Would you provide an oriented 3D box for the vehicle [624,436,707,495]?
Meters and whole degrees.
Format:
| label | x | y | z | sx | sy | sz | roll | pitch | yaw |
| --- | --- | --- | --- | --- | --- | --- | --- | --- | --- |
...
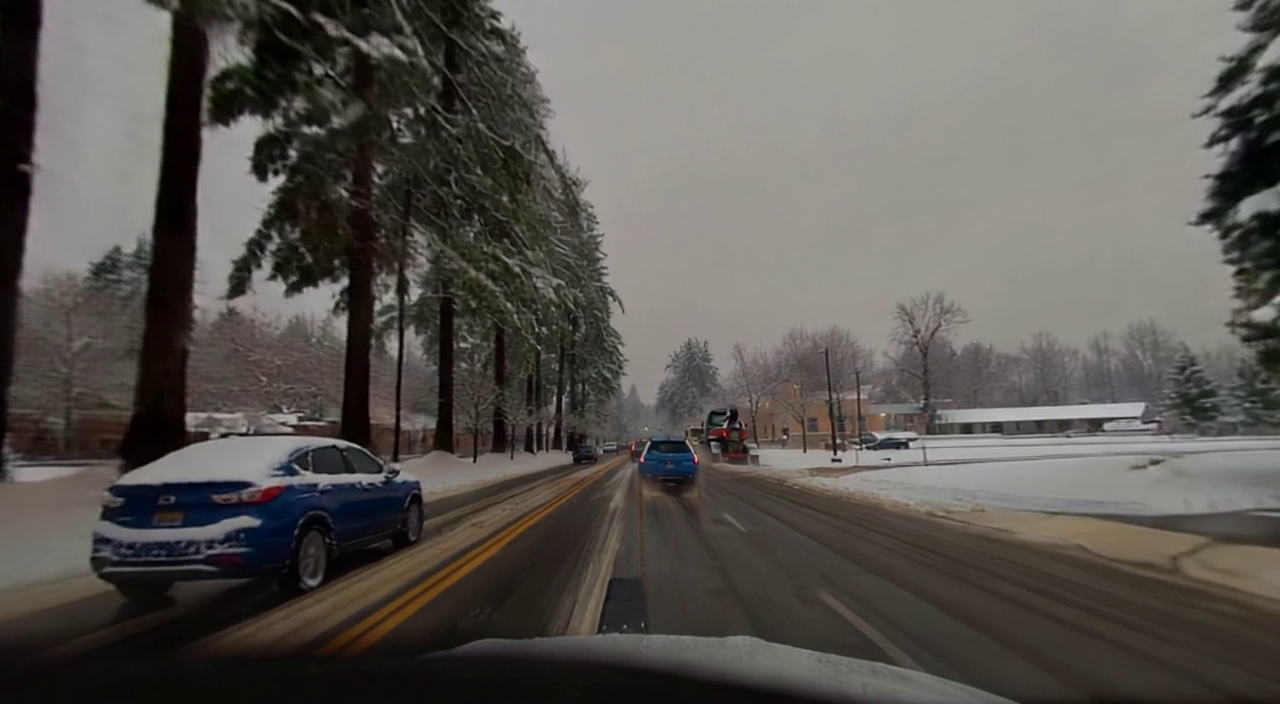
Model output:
| label | x | y | z | sx | sy | sz | roll | pitch | yaw |
| --- | --- | --- | --- | --- | --- | --- | --- | --- | --- |
| vehicle | 0.629 | 3.182 | 18.044 | 2.086 | 1.466 | 4.026 | 0 | -8 | -1 |

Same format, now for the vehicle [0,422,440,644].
| label | x | y | z | sx | sy | sz | roll | pitch | yaw |
| --- | --- | --- | --- | --- | --- | --- | --- | --- | --- |
| vehicle | -3.975 | 1.599 | 6.790 | 2.003 | 1.507 | 4.808 | 0 | -8 | 1 |

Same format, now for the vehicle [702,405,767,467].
| label | x | y | z | sx | sy | sz | roll | pitch | yaw |
| --- | --- | --- | --- | --- | --- | --- | --- | --- | --- |
| vehicle | 6.132 | 5.777 | 42.863 | 2.867 | 3.600 | 11.047 | -1 | -8 | 1 |

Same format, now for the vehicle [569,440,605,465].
| label | x | y | z | sx | sy | sz | roll | pitch | yaw |
| --- | --- | --- | --- | --- | --- | --- | --- | --- | --- |
| vehicle | -3.640 | 7.044 | 44.133 | 2.062 | 1.641 | 4.193 | 0 | -8 | 1 |
